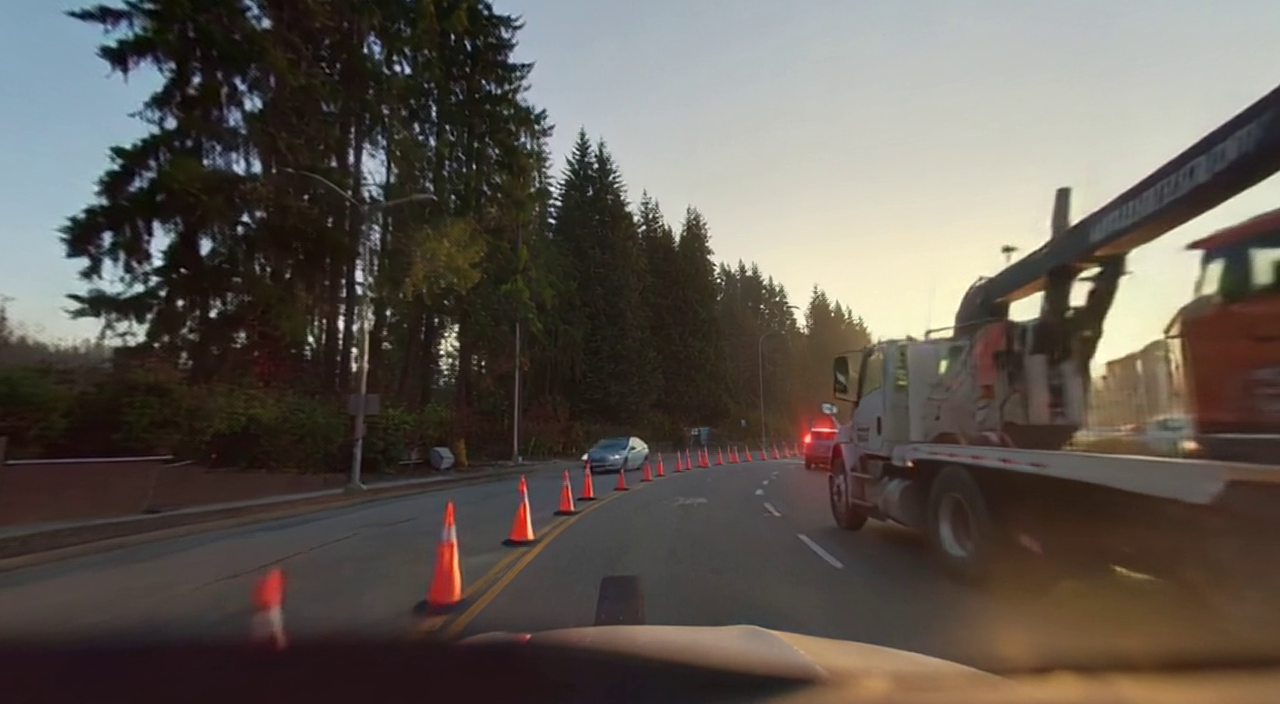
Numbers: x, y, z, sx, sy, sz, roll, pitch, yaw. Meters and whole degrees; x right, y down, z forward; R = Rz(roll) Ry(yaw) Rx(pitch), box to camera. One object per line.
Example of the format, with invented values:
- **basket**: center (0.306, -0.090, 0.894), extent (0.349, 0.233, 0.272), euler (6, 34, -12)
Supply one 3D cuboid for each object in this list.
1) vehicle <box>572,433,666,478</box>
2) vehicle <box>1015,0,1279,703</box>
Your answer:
- **vehicle**: center (-0.677, 3.770, 23.433), extent (1.945, 1.494, 4.201), euler (-3, -8, 22)
- **vehicle**: center (3.534, -0.120, 1.018), extent (2.874, 2.542, 4.840), euler (-1, -8, 1)
